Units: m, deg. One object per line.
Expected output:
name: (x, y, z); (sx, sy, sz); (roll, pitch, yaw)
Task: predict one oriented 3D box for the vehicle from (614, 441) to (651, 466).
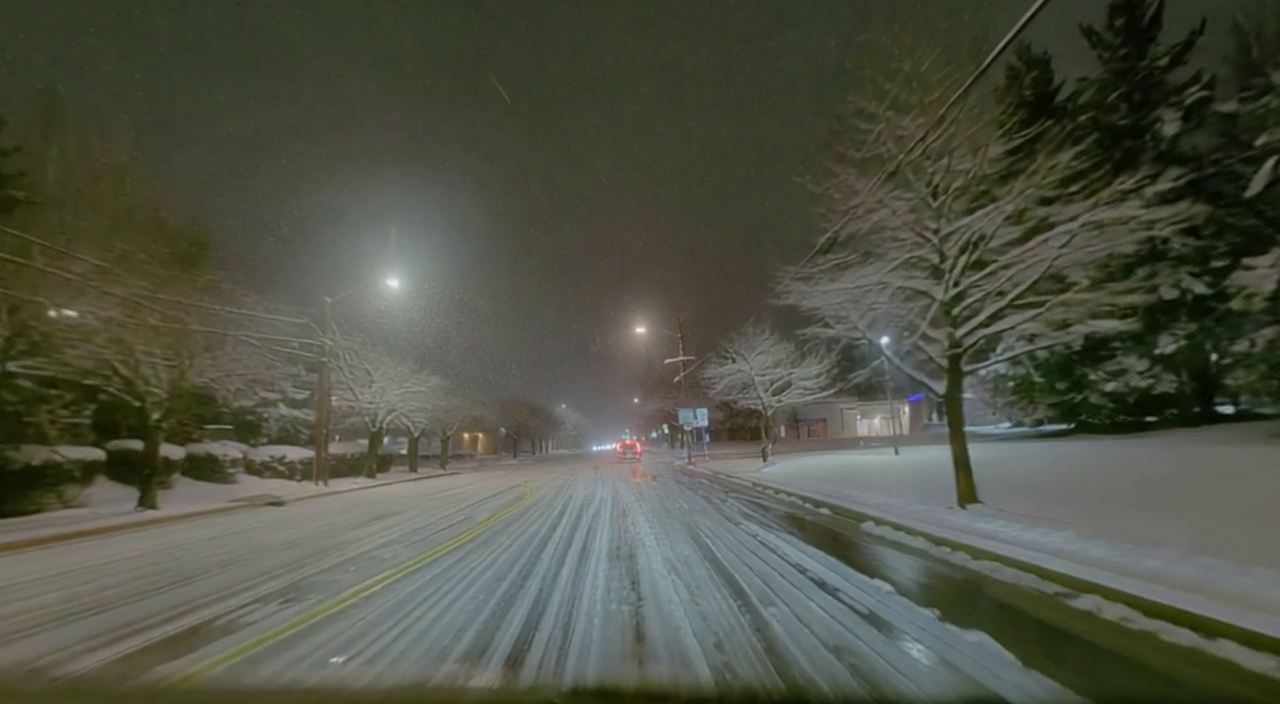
vehicle: (-0.535, 6.169, 38.638); (2.131, 1.474, 4.146); (0, -8, -2)
